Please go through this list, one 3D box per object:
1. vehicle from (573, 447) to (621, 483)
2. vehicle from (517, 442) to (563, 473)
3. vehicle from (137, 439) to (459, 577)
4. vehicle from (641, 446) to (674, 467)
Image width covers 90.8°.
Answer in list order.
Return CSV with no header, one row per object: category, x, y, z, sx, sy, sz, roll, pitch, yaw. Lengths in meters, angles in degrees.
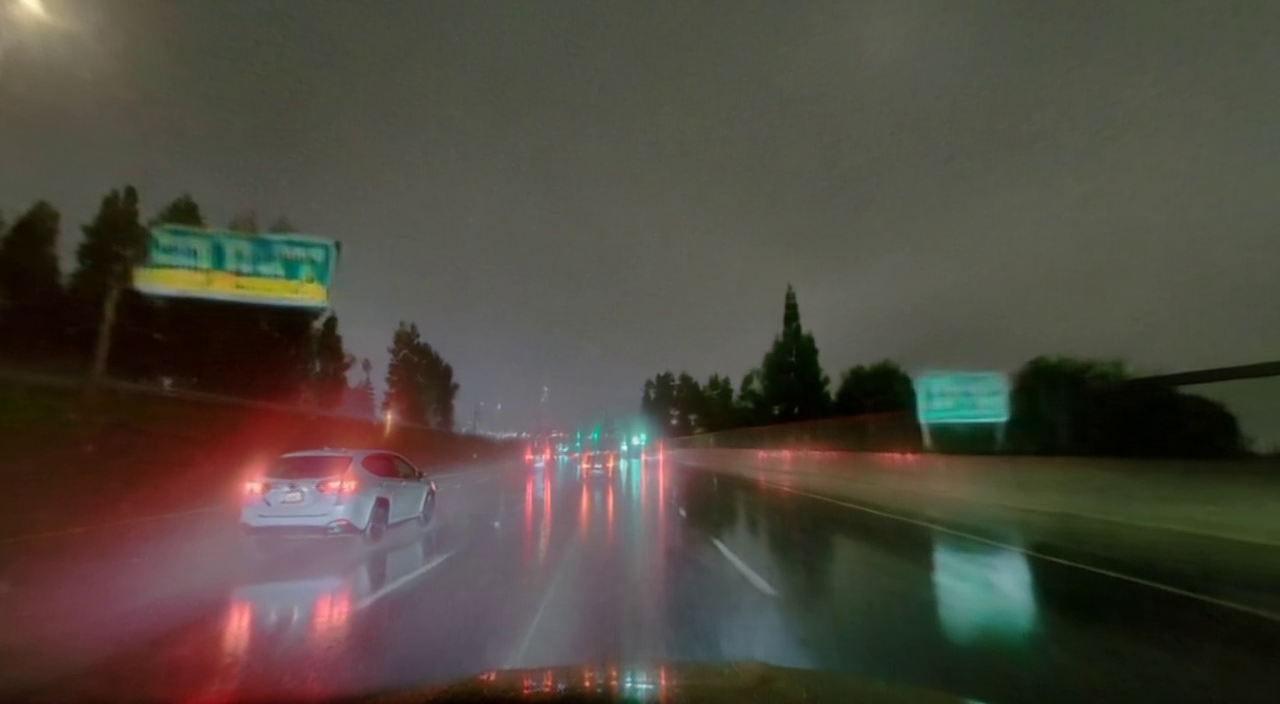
vehicle,-1.839,4.881,27.715,1.947,1.437,4.345,0,-9,-3
vehicle,-6.072,6.448,38.793,2.244,1.755,4.417,0,-9,-2
vehicle,-4.446,2.077,9.427,2.049,1.482,4.981,0,-9,0
vehicle,1.218,7.713,46.759,2.021,1.447,3.985,1,-9,-4
